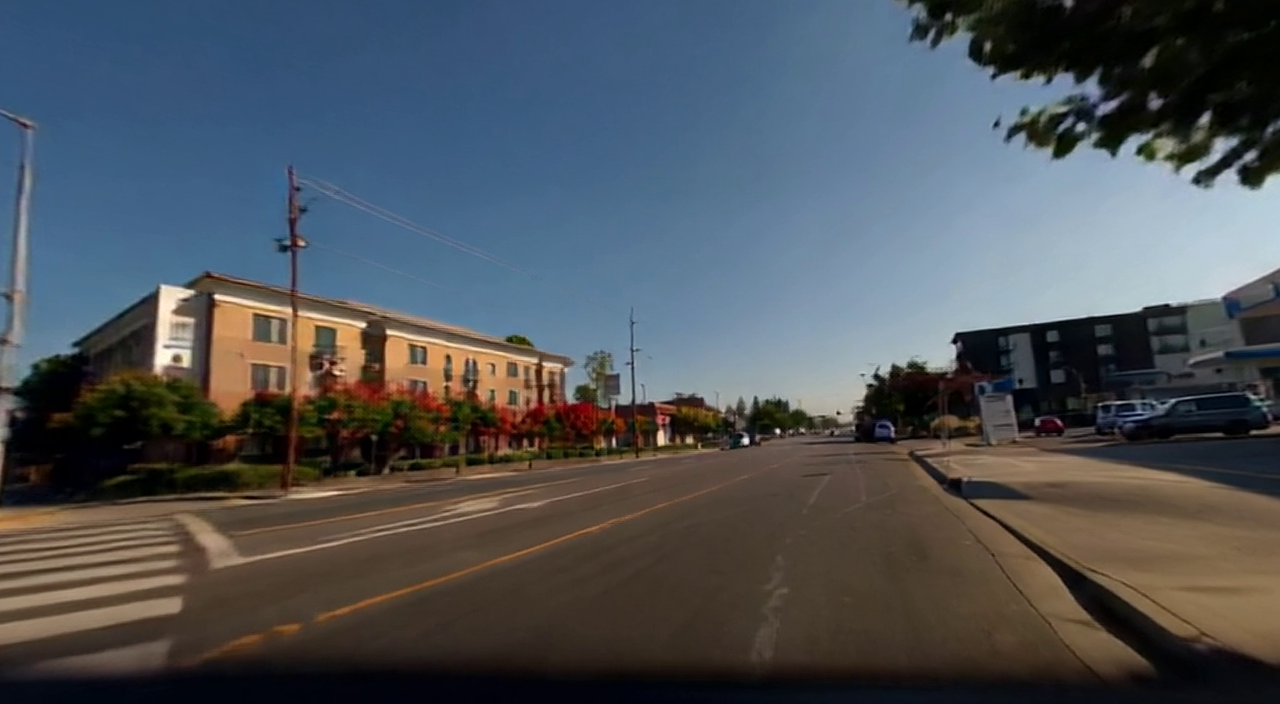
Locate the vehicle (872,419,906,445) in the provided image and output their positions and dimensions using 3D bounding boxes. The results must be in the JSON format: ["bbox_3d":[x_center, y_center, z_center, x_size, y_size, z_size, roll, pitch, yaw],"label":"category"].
[{"bbox_3d":[19.144,6.194,48.495,2.194,1.896,5.049,-4,-9,22],"label":"vehicle"}]

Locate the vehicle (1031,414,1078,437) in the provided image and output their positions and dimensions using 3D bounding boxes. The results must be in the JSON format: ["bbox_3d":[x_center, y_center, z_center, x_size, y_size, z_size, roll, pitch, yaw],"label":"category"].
[{"bbox_3d":[28.764,5.167,43.954,1.919,1.411,4.440,-4,-9,23],"label":"vehicle"}]

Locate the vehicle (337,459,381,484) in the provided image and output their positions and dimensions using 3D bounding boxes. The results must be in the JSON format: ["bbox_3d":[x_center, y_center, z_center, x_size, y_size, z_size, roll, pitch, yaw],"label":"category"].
[{"bbox_3d":[-18.882,7.950,42.357,1.837,1.460,4.672,4,-9,-34],"label":"vehicle"}]
